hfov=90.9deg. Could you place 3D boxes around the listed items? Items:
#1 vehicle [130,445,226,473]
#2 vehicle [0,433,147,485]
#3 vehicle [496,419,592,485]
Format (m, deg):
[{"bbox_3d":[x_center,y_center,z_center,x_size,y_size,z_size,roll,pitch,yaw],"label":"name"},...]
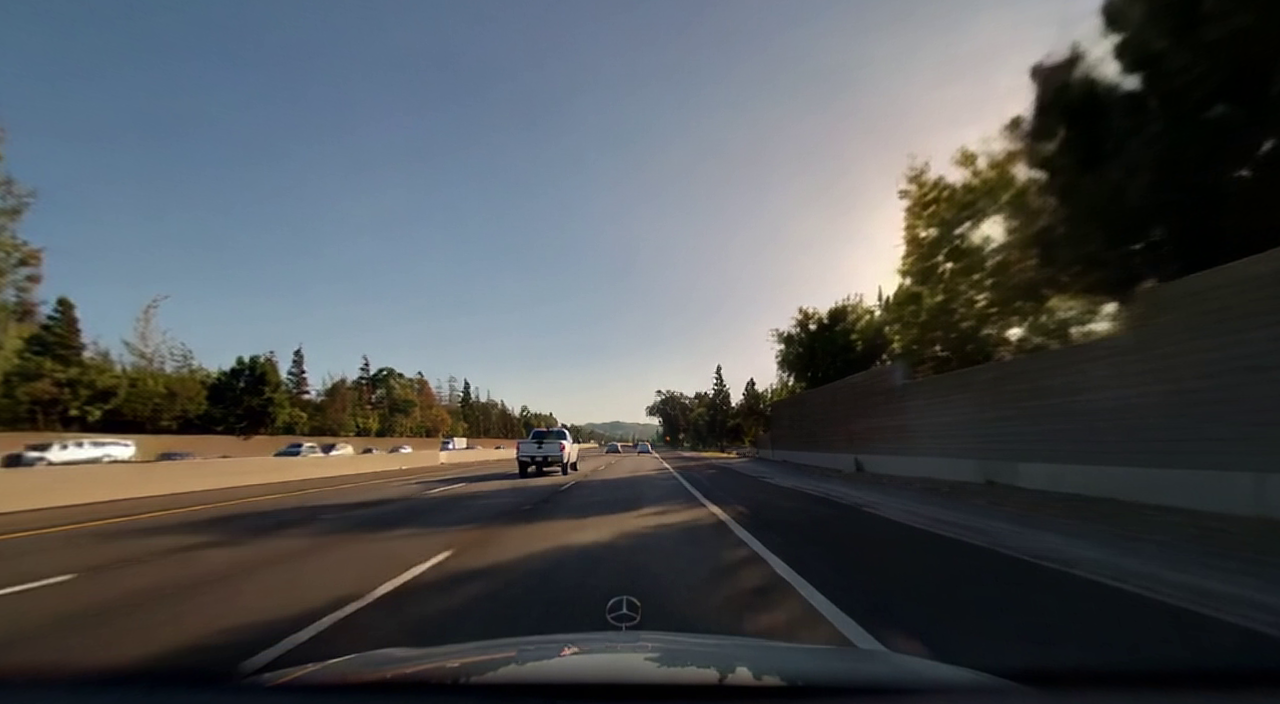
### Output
[{"bbox_3d":[-33.330,7.712,45.779,2.336,1.869,6.038,0,-8,1],"label":"vehicle"},{"bbox_3d":[-37.028,6.585,39.475,3.018,2.872,11.579,-1,-8,0],"label":"vehicle"},{"bbox_3d":[-3.476,3.823,24.364,2.604,2.170,6.271,0,-8,1],"label":"vehicle"}]
